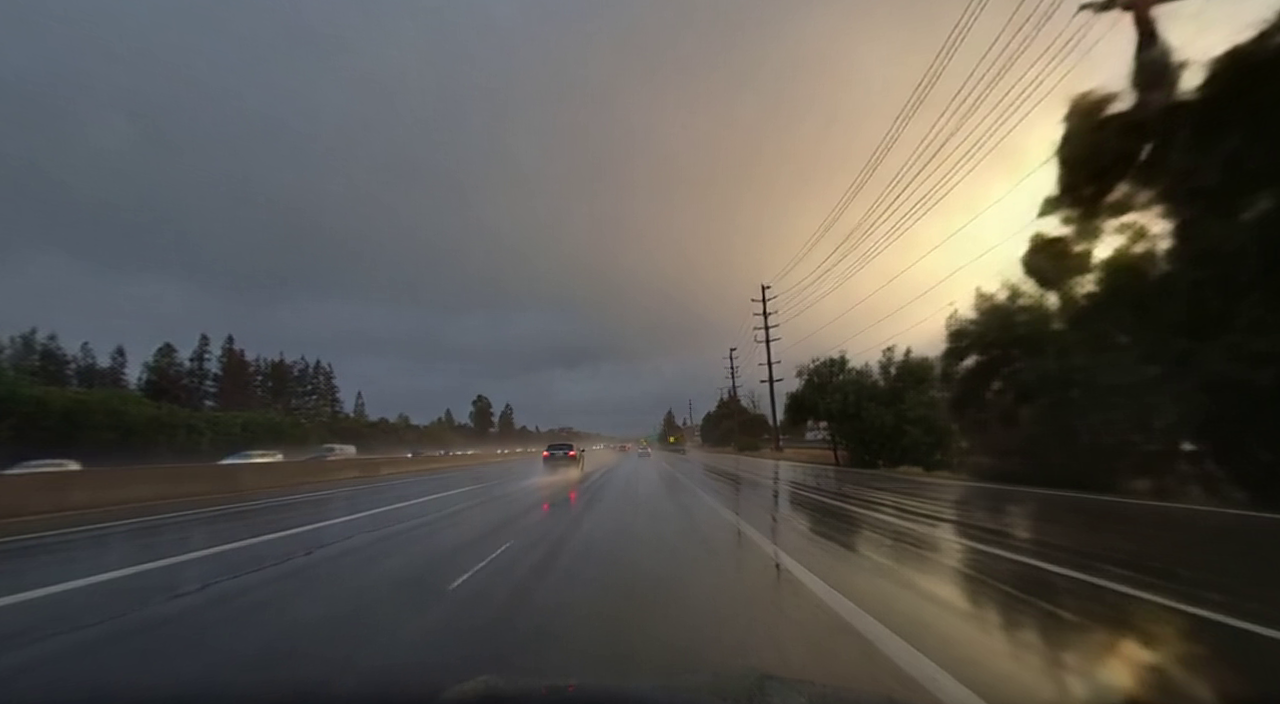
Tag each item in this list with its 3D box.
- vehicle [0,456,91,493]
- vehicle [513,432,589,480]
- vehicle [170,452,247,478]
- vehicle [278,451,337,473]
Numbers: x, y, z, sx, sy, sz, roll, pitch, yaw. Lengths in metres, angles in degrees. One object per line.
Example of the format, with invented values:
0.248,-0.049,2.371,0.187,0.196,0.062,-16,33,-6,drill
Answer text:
-28.620,5.642,29.347,1.901,1.511,4.551,0,-9,0,vehicle
-3.828,4.625,28.196,2.577,1.939,5.408,0,-9,1,vehicle
-28.495,7.462,41.771,1.886,1.594,4.530,0,-9,0,vehicle
-24.458,8.103,46.514,1.841,1.514,4.484,0,-9,0,vehicle
